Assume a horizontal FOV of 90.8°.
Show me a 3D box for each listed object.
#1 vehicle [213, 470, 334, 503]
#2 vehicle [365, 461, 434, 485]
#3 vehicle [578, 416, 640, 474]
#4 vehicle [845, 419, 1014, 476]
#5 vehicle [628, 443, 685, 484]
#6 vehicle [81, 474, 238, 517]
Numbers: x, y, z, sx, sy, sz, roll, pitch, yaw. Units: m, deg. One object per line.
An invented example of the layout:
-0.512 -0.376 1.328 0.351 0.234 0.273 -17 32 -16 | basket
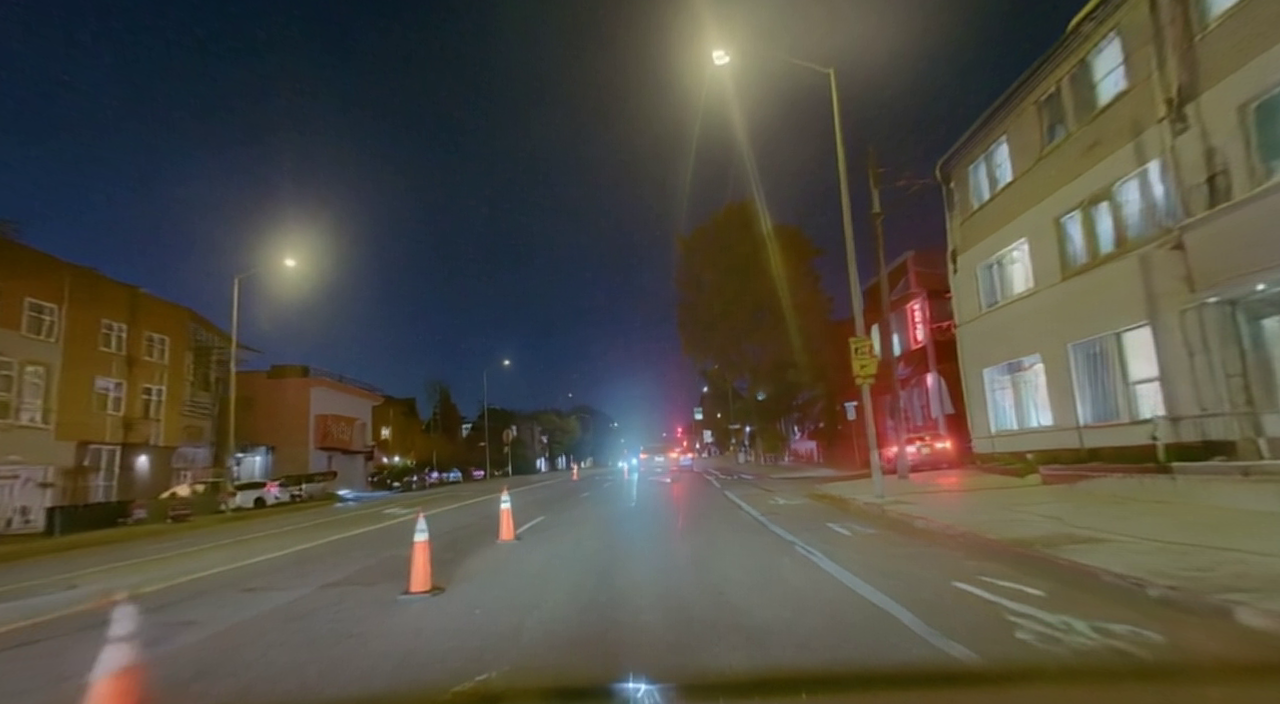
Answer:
-18.789 6.900 32.504 4.952 1.510 2.115 -1 -9 5 | vehicle
-18.107 9.100 47.631 4.397 1.698 1.932 -1 -9 6 | vehicle
-1.772 6.223 42.229 2.977 3.271 12.748 0 -9 2 | vehicle
10.187 3.397 22.574 4.859 1.914 2.333 0 -9 -2 | vehicle
0.688 4.506 25.806 2.159 1.506 4.086 0 -9 2 | vehicle
-19.692 5.868 26.068 4.696 1.513 2.243 -1 -8 3 | vehicle
